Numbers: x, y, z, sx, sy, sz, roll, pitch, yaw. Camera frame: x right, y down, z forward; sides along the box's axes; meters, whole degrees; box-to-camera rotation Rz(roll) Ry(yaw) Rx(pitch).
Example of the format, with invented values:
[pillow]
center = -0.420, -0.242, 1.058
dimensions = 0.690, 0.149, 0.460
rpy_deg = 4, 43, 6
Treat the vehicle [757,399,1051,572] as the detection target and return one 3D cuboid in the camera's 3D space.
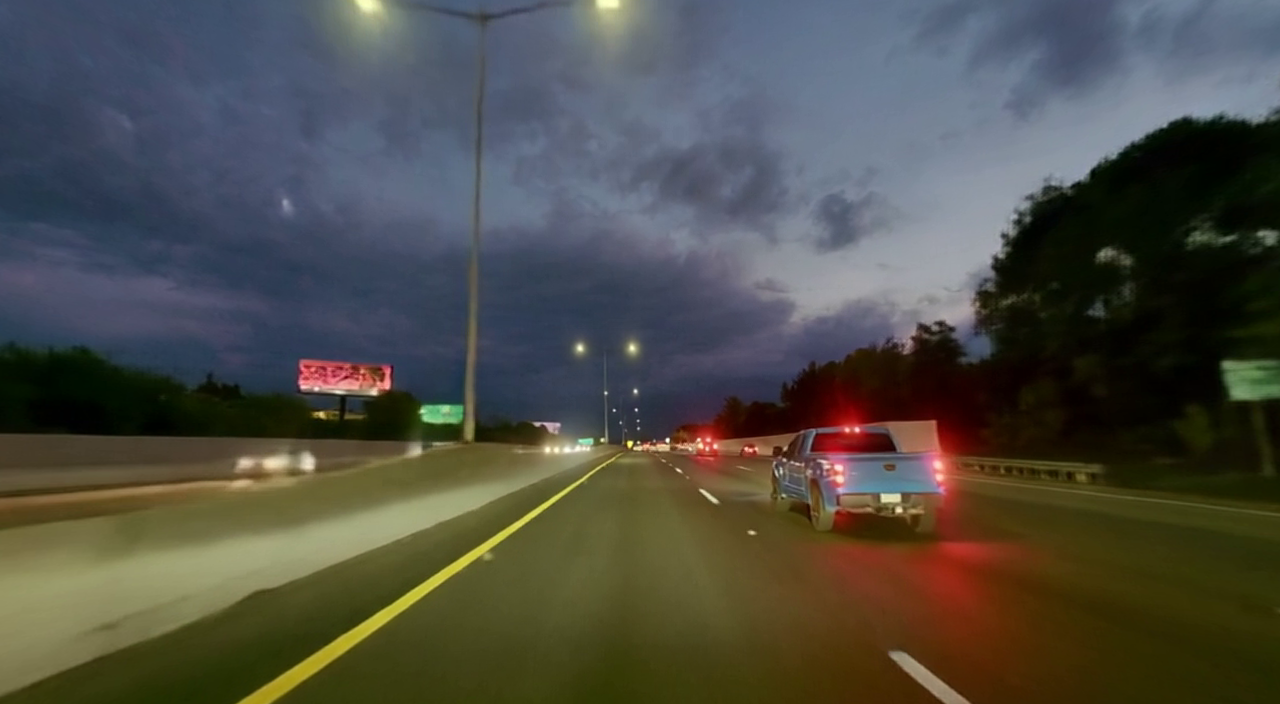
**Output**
[vehicle]
center = 3.064, 1.667, 8.608
dimensions = 1.973, 1.710, 4.476
rpy_deg = 0, -9, -1
